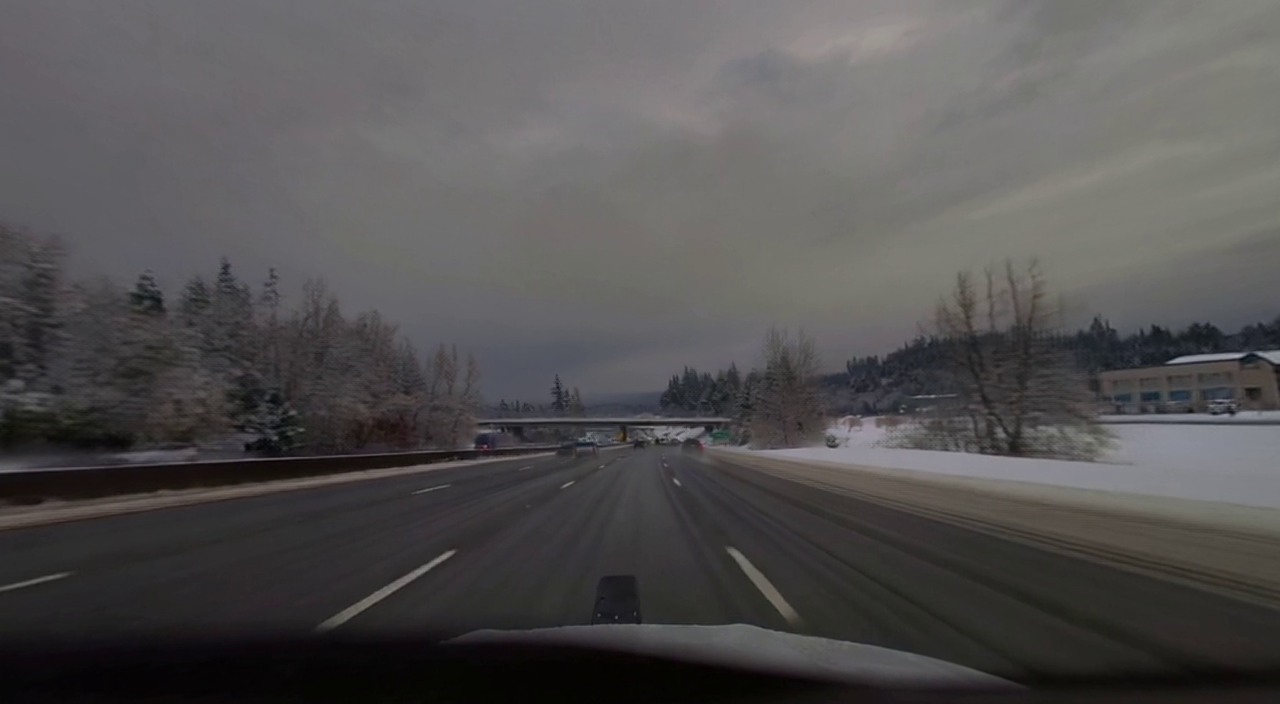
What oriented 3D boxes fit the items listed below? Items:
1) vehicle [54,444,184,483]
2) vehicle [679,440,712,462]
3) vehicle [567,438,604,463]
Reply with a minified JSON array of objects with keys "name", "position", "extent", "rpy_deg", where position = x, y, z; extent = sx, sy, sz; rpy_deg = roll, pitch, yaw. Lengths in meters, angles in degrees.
[{"name":"vehicle","position":[-23.411,4.999,28.652],"extent":[1.866,1.595,4.616],"rpy_deg":[0,-8,1]},{"name":"vehicle","position":[3.919,7.125,45.497],"extent":[1.967,1.475,4.080],"rpy_deg":[0,-8,0]},{"name":"vehicle","position":[-3.856,7.062,45.351],"extent":[2.179,1.693,4.204],"rpy_deg":[0,-8,2]}]
